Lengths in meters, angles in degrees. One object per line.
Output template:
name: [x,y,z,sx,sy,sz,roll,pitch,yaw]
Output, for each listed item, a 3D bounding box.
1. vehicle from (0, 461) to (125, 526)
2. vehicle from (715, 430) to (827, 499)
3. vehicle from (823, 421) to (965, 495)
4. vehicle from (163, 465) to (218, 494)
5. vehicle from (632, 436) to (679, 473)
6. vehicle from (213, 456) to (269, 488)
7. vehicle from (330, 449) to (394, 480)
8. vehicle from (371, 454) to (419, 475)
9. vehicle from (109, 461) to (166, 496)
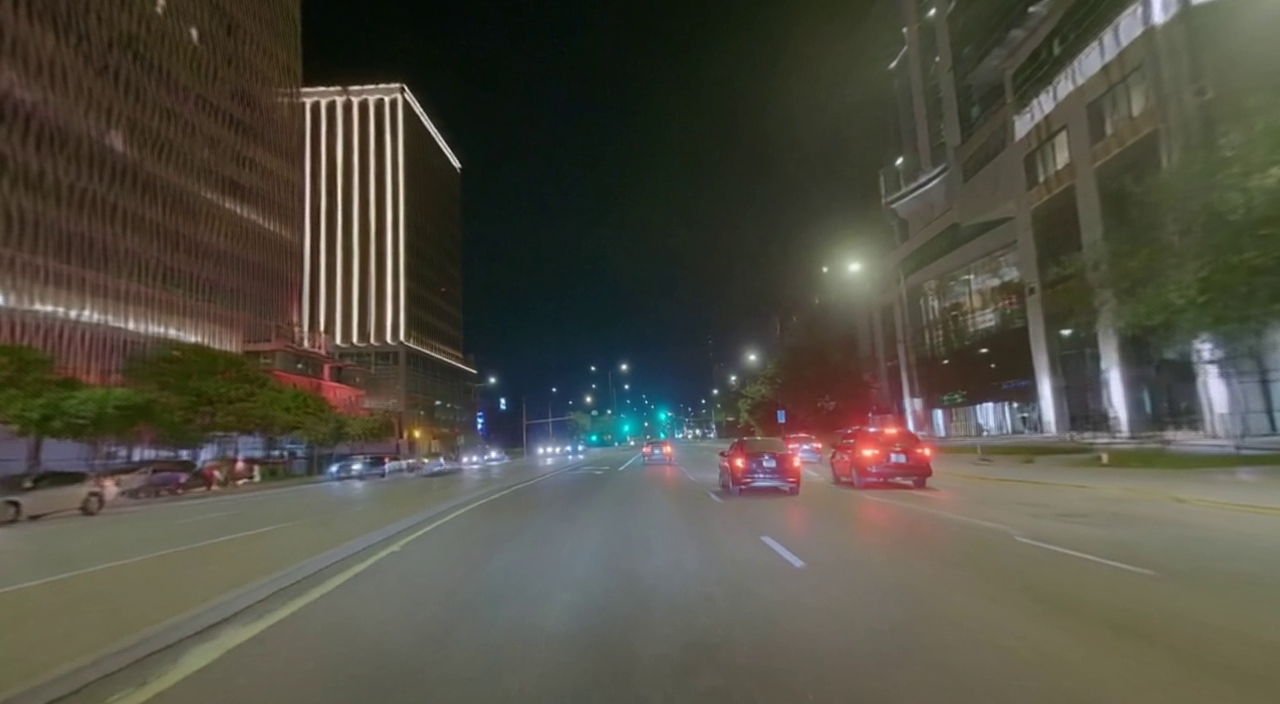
vehicle: [-18.521,4.188,19.020,1.956,1.647,4.643,0,-8,1]
vehicle: [3.304,2.931,16.935,1.931,1.591,4.708,0,-8,-1]
vehicle: [6.881,2.919,17.766,1.963,1.783,4.722,0,-8,-1]
vehicle: [-27.388,7.720,38.522,1.989,1.476,4.088,4,-9,-26]
vehicle: [0.666,4.916,30.536,2.125,1.669,3.880,0,-8,-1]
vehicle: [-24.564,7.376,38.948,2.076,1.688,4.635,3,-9,-23]
vehicle: [-17.963,7.266,40.966,1.954,1.779,4.635,0,-8,0]
vehicle: [-18.029,8.260,46.487,1.716,1.412,4.335,0,-8,1]
vehicle: [-30.632,7.680,38.549,1.944,1.794,4.468,4,-9,-29]
